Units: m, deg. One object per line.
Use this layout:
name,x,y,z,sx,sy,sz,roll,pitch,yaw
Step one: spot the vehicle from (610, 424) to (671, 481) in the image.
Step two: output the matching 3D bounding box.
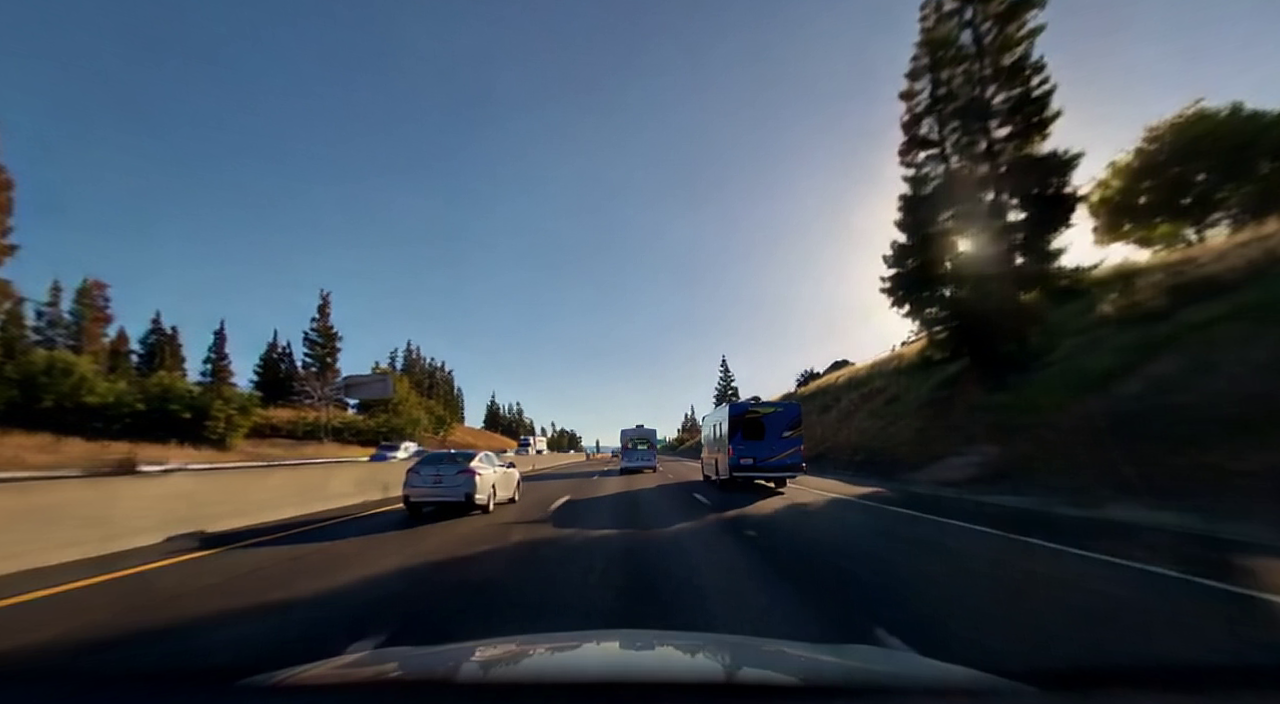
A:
vehicle,-0.004,4.496,28.414,2.524,2.310,4.986,0,-9,0

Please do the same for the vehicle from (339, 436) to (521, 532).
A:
vehicle,-3.760,2.455,12.334,1.959,1.502,4.559,0,-9,0

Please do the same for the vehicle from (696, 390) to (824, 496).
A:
vehicle,3.638,3.074,21.164,2.607,2.910,7.252,0,-9,-2

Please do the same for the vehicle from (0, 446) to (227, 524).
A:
vehicle,-11.716,2.864,14.155,1.934,1.453,4.281,0,-9,1
